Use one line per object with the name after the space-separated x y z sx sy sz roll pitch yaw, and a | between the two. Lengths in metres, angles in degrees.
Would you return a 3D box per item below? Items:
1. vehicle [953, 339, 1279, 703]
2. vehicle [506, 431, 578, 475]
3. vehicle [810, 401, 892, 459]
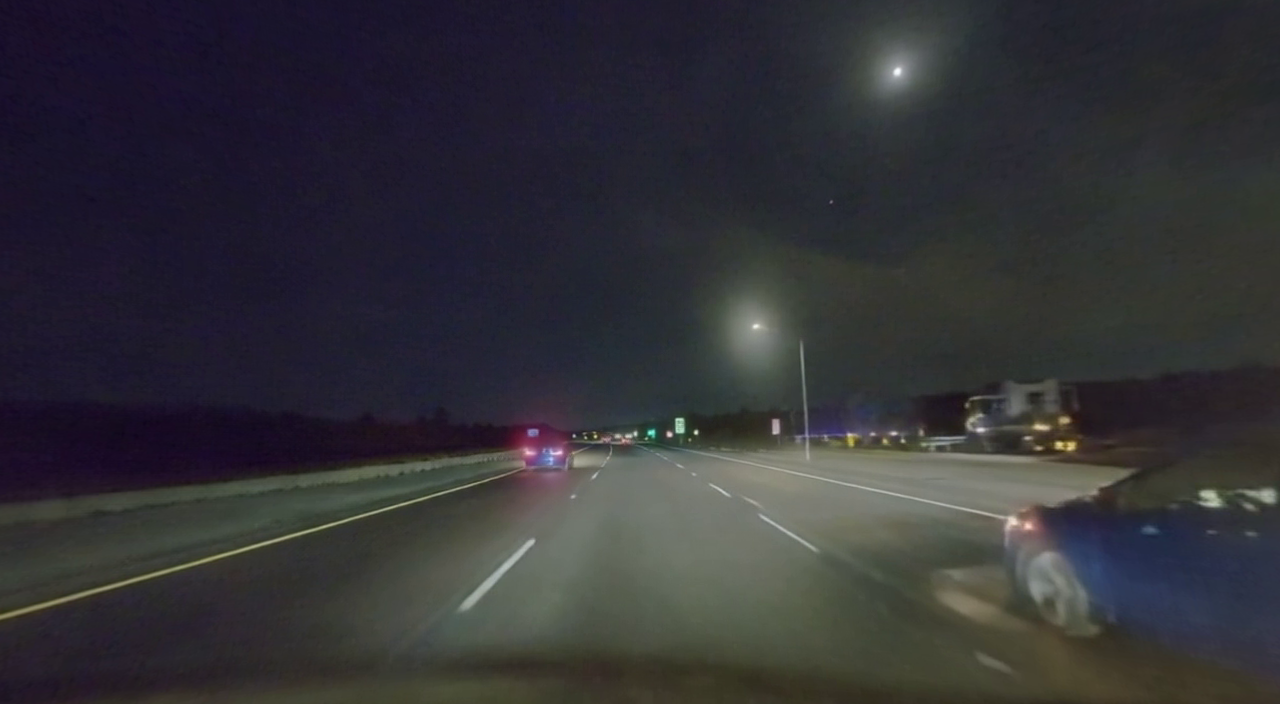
3.329 0.779 2.094 2.349 1.651 4.161 0 -8 -1 | vehicle
-3.814 4.019 25.296 2.206 1.604 4.374 0 -8 0 | vehicle
16.442 6.020 49.681 2.909 4.017 8.582 4 -6 -4 | vehicle
